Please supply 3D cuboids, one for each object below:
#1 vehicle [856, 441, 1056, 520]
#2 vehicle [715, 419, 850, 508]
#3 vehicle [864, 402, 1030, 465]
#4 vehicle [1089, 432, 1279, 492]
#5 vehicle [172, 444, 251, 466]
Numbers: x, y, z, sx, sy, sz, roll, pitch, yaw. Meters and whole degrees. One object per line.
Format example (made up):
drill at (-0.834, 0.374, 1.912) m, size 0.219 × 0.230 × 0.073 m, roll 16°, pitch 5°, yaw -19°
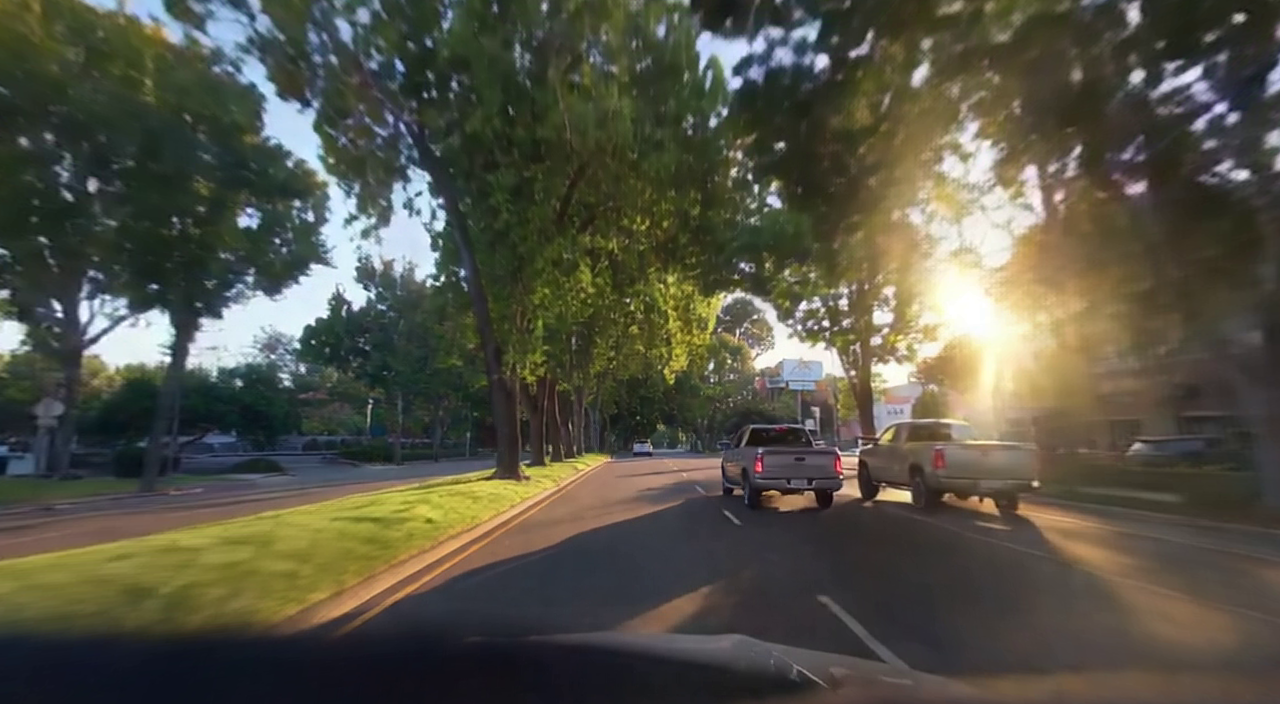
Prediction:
vehicle at (6.780, 2.775, 14.340) m, size 2.012 × 1.460 × 4.812 m, roll 0°, pitch -8°, yaw -1°
vehicle at (3.288, 2.706, 15.865) m, size 2.138 × 1.836 × 5.245 m, roll 0°, pitch -8°, yaw -1°
vehicle at (18.853, 5.090, 39.290) m, size 8.393 × 3.716 × 3.472 m, roll 1°, pitch -8°, yaw -2°
vehicle at (17.759, 3.500, 20.508) m, size 4.747 × 1.761 × 2.043 m, roll -3°, pitch -9°, yaw 22°
vehicle at (-28.899, 6.924, 42.642) m, size 4.189 × 1.429 × 1.668 m, roll 0°, pitch -8°, yaw 4°
